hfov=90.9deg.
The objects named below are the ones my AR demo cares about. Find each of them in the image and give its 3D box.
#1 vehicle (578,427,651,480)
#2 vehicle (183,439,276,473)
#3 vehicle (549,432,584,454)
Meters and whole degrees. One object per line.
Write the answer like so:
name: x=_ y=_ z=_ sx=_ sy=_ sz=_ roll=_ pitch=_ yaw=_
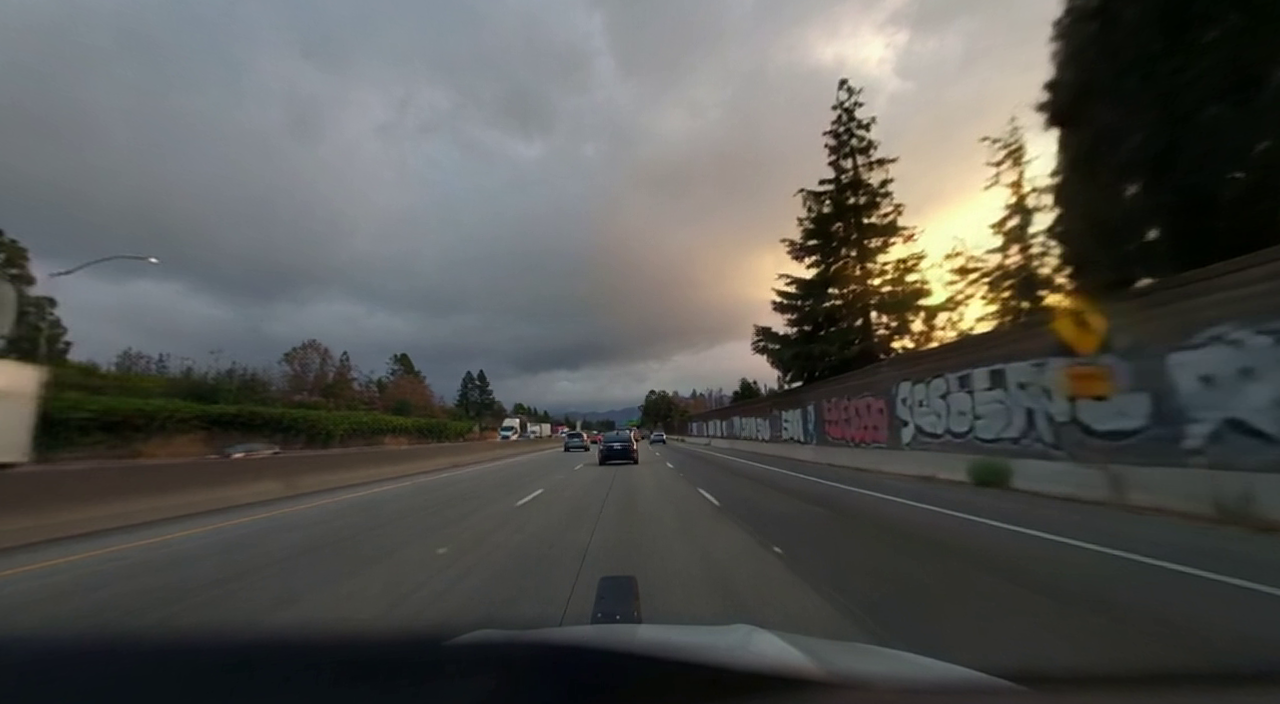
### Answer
vehicle: x=-0.736 y=3.101 z=19.490 sx=2.044 sy=1.477 sz=3.693 roll=0 pitch=-8 yaw=-1
vehicle: x=-21.598 y=5.444 z=33.380 sx=2.006 sy=1.636 sz=4.407 roll=0 pitch=-8 yaw=-2
vehicle: x=-5.115 y=6.385 z=44.345 sx=2.022 sy=1.440 sz=4.491 roll=0 pitch=-8 yaw=-1
